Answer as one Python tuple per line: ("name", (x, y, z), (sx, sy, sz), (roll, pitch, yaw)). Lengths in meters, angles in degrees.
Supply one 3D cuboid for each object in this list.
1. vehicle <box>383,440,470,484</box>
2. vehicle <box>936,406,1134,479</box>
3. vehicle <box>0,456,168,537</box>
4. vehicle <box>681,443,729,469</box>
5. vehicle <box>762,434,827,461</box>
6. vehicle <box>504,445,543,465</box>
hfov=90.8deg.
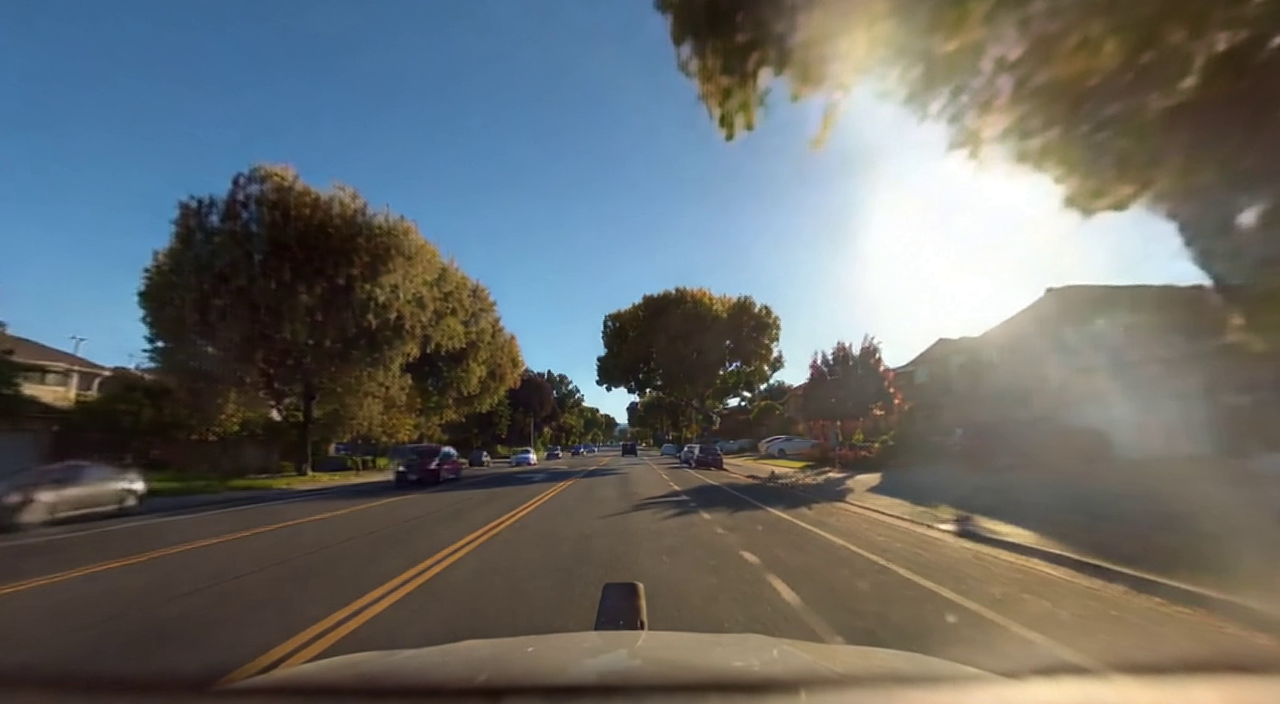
("vehicle", (-8.683, 4.481, 26.149), (2.030, 1.632, 4.520), (0, -8, 0))
("vehicle", (11.940, 2.772, 19.353), (4.625, 1.711, 1.910), (-5, -8, 0))
("vehicle", (-13.320, 3.144, 14.301), (1.850, 1.472, 4.511), (0, -8, -1))
("vehicle", (3.793, 6.155, 37.578), (1.946, 1.431, 4.695), (1, -8, -5))
("vehicle", (10.871, 6.714, 44.550), (3.999, 1.599, 1.819), (-4, -8, 0))
("vehicle", (-8.835, 7.800, 48.185), (1.986, 1.442, 4.602), (0, -8, 1))
